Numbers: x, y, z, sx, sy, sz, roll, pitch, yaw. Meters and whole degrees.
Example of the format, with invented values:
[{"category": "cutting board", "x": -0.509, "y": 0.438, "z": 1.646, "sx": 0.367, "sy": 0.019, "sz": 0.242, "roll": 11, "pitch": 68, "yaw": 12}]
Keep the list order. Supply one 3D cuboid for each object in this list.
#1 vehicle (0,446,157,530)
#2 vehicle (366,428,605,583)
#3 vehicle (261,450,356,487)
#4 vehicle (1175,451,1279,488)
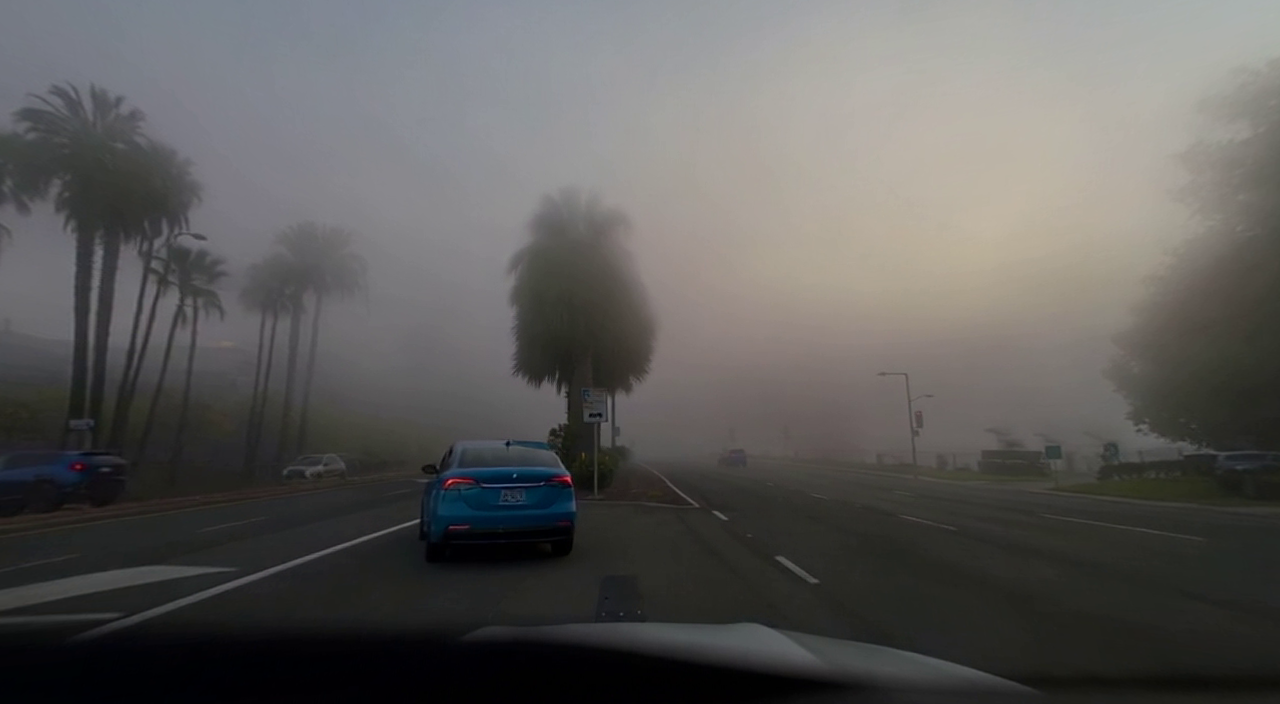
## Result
[{"category": "vehicle", "x": -13.113, "y": 2.774, "z": 13.299, "sx": 4.457, "sy": 1.552, "sz": 2.095, "roll": -2, "pitch": -9, "yaw": 11}, {"category": "vehicle", "x": -2.333, "y": 1.845, "z": 8.536, "sx": 1.986, "sy": 1.473, "sz": 4.382, "roll": 5, "pitch": -10, "yaw": -29}, {"category": "vehicle", "x": -14.638, "y": 5.139, "z": 28.244, "sx": 2.099, "sy": 1.464, "sz": 4.615, "roll": 1, "pitch": -9, "yaw": -5}, {"category": "vehicle", "x": 25.855, "y": 4.939, "z": 26.725, "sx": 4.446, "sy": 1.464, "sz": 1.954, "roll": -1, "pitch": -9, "yaw": 4}]
